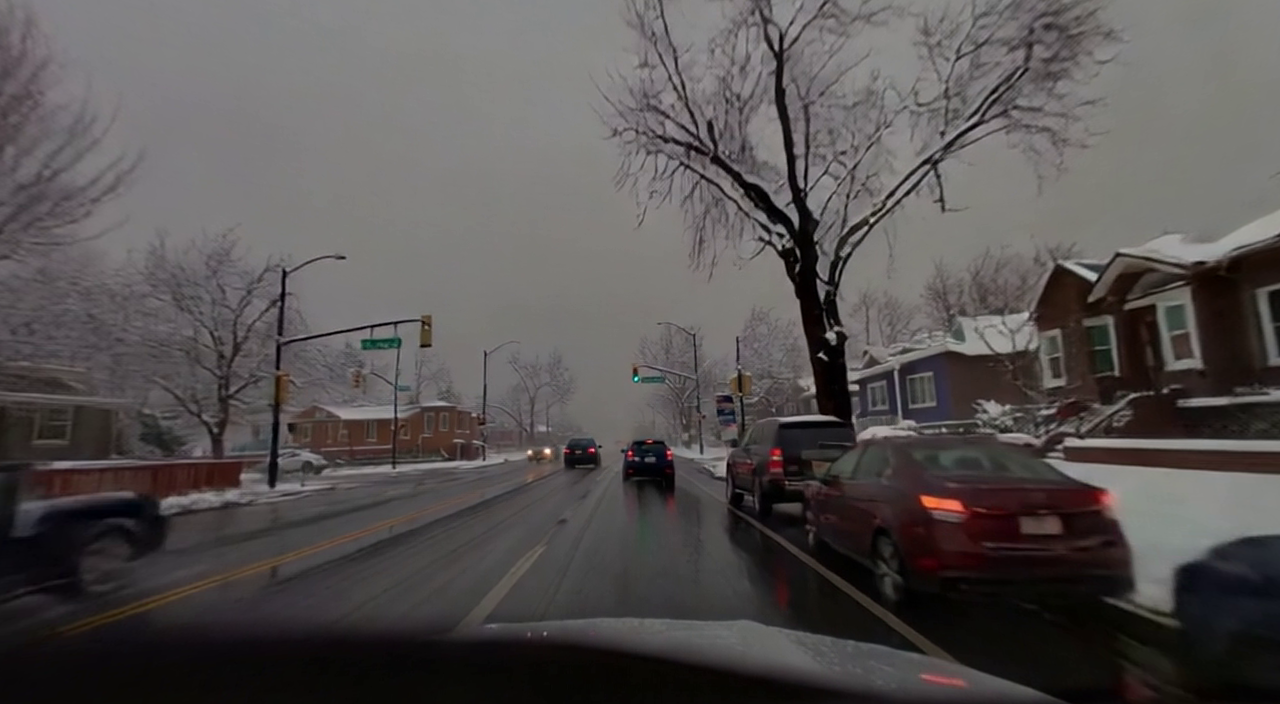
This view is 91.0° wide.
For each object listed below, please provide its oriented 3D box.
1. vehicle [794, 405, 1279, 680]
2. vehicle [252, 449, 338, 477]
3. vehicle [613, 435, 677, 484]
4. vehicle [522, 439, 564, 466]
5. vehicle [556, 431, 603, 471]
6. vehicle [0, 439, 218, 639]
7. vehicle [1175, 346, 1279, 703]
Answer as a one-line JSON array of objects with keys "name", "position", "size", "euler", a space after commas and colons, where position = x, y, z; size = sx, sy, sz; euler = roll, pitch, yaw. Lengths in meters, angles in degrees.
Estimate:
[{"name": "vehicle", "position": [2.949, 1.386, 5.846], "size": [1.842, 1.511, 4.565], "euler": [0, -8, 0]}, {"name": "vehicle", "position": [-22.857, 7.354, 41.773], "size": [4.537, 1.755, 1.933], "euler": [0, -8, 0]}, {"name": "vehicle", "position": [0.112, 3.652, 21.769], "size": [1.998, 1.518, 4.015], "euler": [0, -8, -2]}, {"name": "vehicle", "position": [-6.275, 6.582, 41.456], "size": [2.048, 1.601, 5.047], "euler": [0, -8, -1]}, {"name": "vehicle", "position": [-2.983, 4.953, 31.650], "size": [1.983, 1.841, 4.013], "euler": [0, -8, 0]}, {"name": "vehicle", "position": [-5.945, 1.455, 4.938], "size": [2.055, 1.521, 4.639], "euler": [0, -8, 0]}, {"name": "vehicle", "position": [3.032, 0.540, 0.293], "size": [1.905, 1.589, 4.028], "euler": [0, -8, -2]}]
